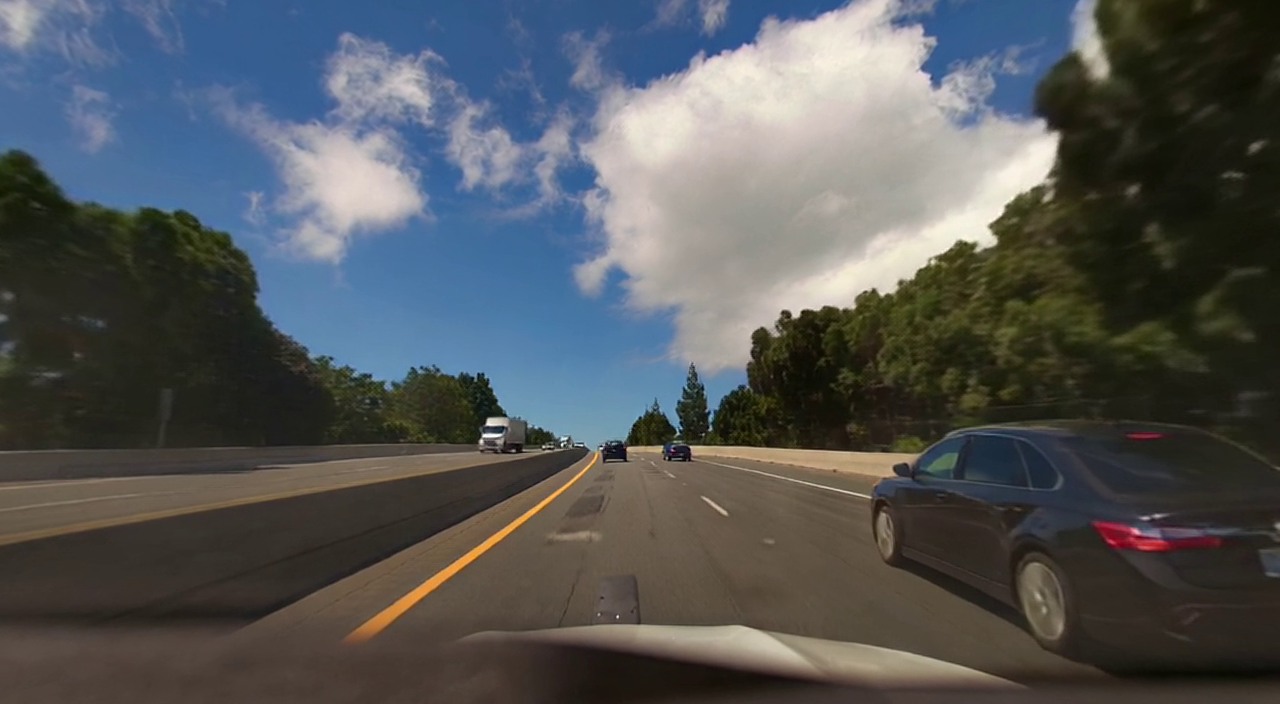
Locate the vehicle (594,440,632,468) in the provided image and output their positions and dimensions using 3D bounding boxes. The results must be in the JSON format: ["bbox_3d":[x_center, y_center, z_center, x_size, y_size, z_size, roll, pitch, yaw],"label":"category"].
[{"bbox_3d":[-1.632,6.147,38.303,2.178,1.559,4.254,0,-8,-3],"label":"vehicle"}]

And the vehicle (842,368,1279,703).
[{"bbox_3d":[3.335,1.139,4.397,2.055,1.566,5.046,0,-8,-1],"label":"vehicle"}]

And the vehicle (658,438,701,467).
[{"bbox_3d":[2.229,5.801,36.544,2.146,1.546,3.796,0,-8,-1],"label":"vehicle"}]
